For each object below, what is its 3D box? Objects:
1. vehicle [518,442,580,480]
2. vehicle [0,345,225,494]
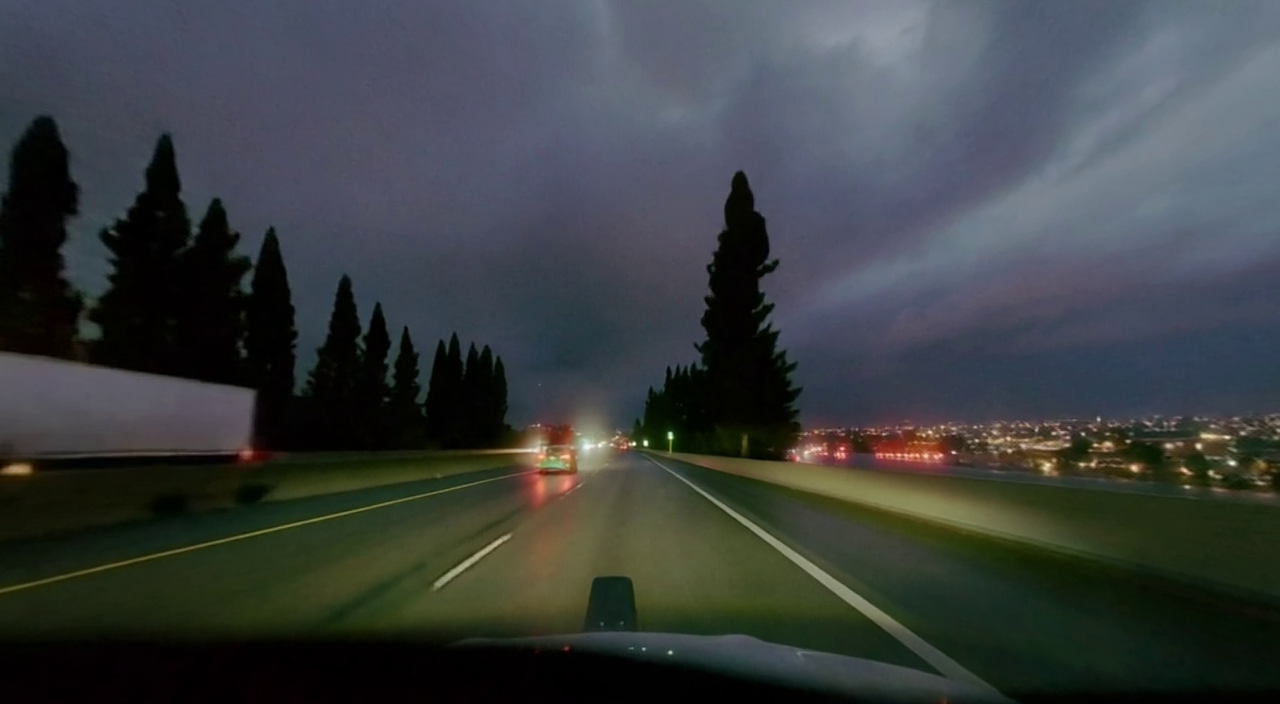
[{"bbox_3d":[-4.005,4.876,28.460,2.083,1.560,4.713,0,-9,0],"label":"vehicle"},{"bbox_3d":[-17.412,1.909,17.141,2.973,3.650,13.844,0,-9,-1],"label":"vehicle"}]
